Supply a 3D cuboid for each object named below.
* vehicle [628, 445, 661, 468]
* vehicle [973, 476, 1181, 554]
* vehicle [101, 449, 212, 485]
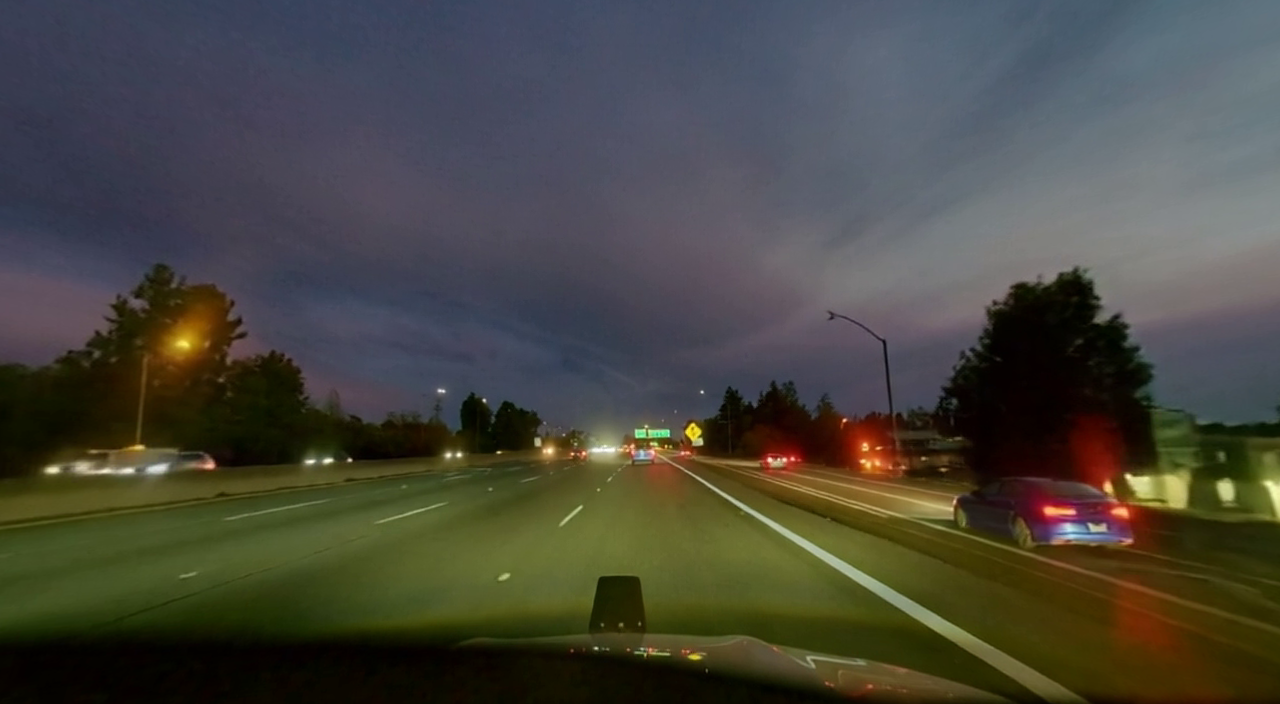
[{"bbox_3d":[0.276,6.770,41.116,2.051,1.443,3.770,0,-8,0],"label":"vehicle"},{"bbox_3d":[14.726,5.468,21.898,2.599,1.962,5.759,1,-8,-8],"label":"vehicle"},{"bbox_3d":[-23.049,5.480,30.329,1.823,1.517,4.379,0,-8,0],"label":"vehicle"}]
